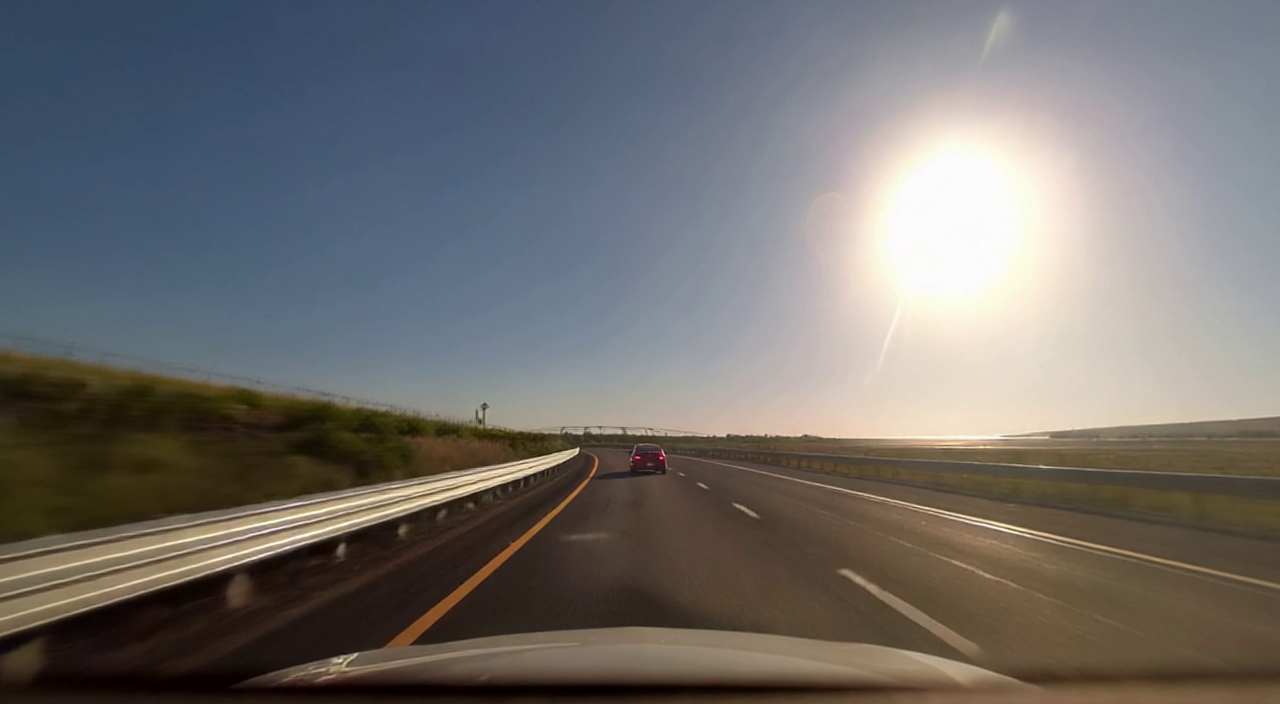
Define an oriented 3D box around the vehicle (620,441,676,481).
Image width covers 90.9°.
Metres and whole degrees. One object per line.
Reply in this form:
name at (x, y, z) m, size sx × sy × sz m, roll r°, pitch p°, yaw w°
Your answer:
vehicle at (0.245, 4.482, 26.204) m, size 2.029 × 1.474 × 4.183 m, roll 0°, pitch -9°, yaw -3°
